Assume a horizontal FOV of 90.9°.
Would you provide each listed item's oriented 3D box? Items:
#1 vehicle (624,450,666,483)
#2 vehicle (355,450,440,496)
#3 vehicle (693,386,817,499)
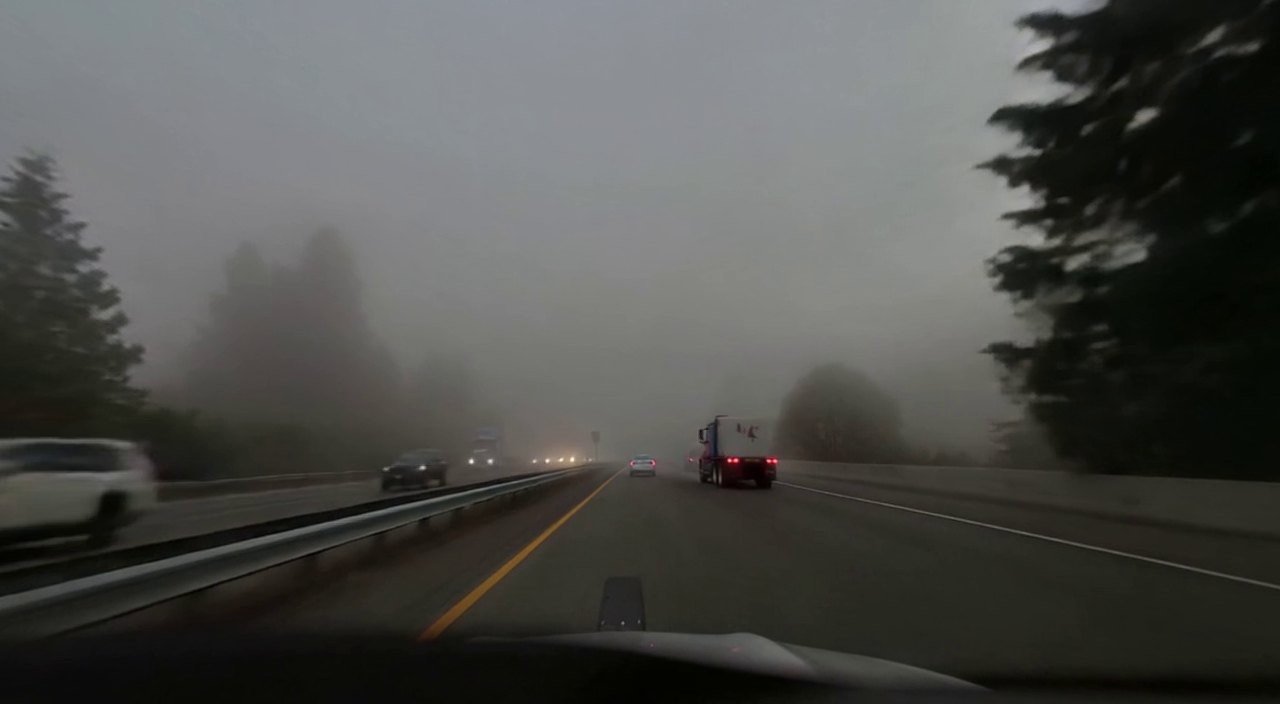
[{"bbox_3d":[0.234,5.576,30.930,1.939,1.495,3.612,0,-9,0],"label":"vehicle"},{"bbox_3d":[-9.055,4.504,23.827,1.781,1.564,3.547,0,-9,0],"label":"vehicle"},{"bbox_3d":[4.281,3.911,26.761,2.885,3.679,12.102,0,-9,0],"label":"vehicle"}]
